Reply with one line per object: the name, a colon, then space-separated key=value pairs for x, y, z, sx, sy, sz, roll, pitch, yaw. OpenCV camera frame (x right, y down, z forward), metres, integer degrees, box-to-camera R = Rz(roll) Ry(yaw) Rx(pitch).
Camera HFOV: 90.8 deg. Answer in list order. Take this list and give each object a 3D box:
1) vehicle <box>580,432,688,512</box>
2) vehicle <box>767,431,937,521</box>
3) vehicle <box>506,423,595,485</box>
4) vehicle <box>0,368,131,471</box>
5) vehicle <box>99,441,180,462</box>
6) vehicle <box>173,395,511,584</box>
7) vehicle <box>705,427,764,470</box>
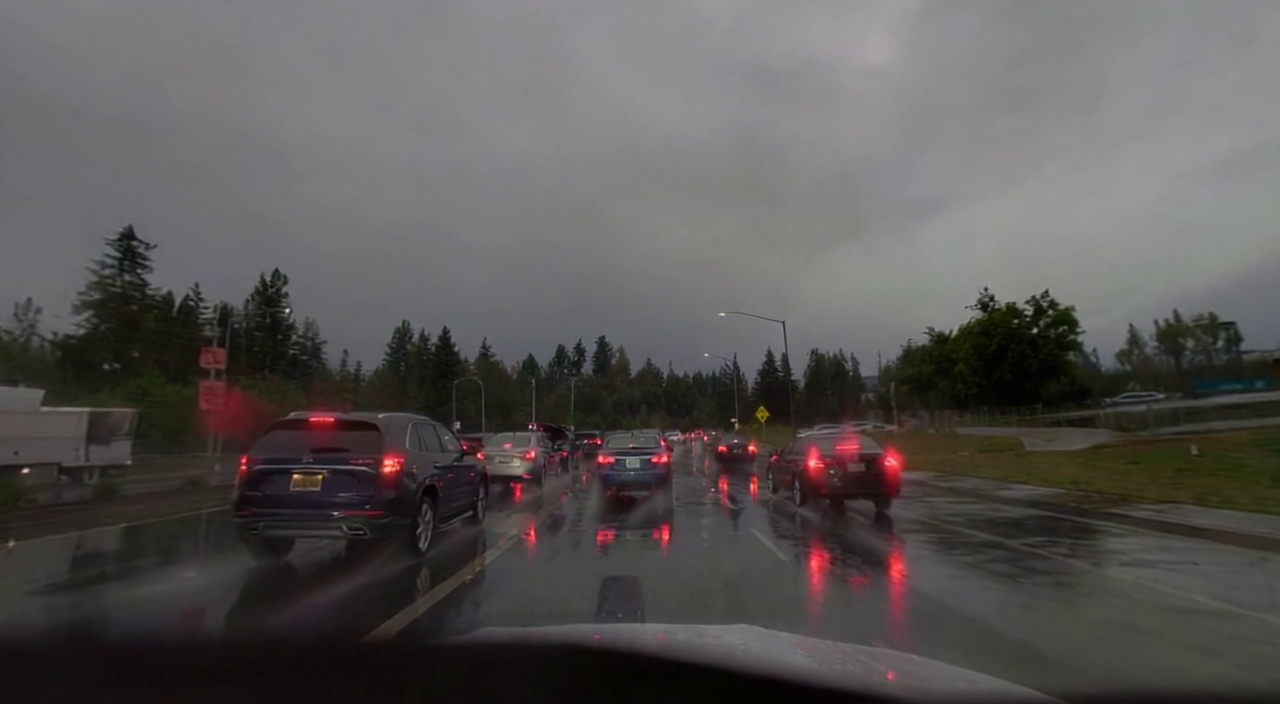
vehicle: x=-0.099 y=2.566 z=14.067 sx=2.030 sy=1.477 sz=4.330 roll=0 pitch=-8 yaw=0
vehicle: x=3.903 y=2.347 z=12.496 sx=1.884 sy=1.463 sz=4.195 roll=0 pitch=-8 yaw=0
vehicle: x=-2.884 y=3.428 z=21.441 sx=2.218 sy=1.829 sz=4.492 roll=-1 pitch=-8 yaw=2
vehicle: x=-27.938 y=2.634 z=24.894 sx=3.181 sy=4.189 sz=14.107 roll=-1 pitch=-8 yaw=5
vehicle: x=-37.224 y=7.418 z=47.067 sx=4.384 sy=1.462 sz=1.854 roll=-1 pitch=-8 yaw=-1
vehicle: x=-3.319 y=1.665 z=8.594 sx=2.111 sy=1.745 sz=5.274 roll=0 pitch=-8 yaw=-1
vehicle: x=4.320 y=4.500 z=29.605 sx=2.099 sy=1.845 sz=4.363 roll=0 pitch=-8 yaw=0
